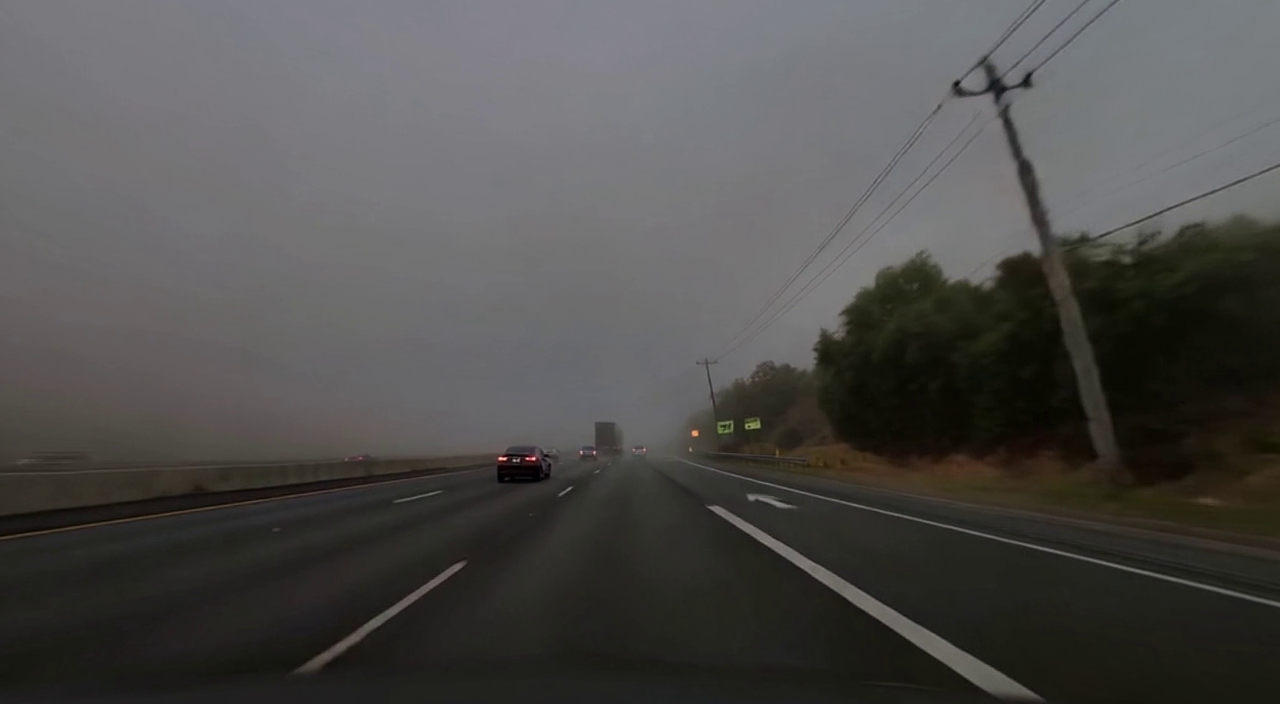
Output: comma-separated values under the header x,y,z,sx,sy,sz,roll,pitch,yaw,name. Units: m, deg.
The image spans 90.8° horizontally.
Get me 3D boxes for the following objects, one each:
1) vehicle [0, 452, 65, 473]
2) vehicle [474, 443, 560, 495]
x,y,z,sx,sy,sz,roll,pitch,yaw,name
-47.982,8.567,49.324,1.807,1.511,4.553,0,-9,0,vehicle
-3.942,3.820,21.061,1.963,1.533,4.477,0,-9,0,vehicle
